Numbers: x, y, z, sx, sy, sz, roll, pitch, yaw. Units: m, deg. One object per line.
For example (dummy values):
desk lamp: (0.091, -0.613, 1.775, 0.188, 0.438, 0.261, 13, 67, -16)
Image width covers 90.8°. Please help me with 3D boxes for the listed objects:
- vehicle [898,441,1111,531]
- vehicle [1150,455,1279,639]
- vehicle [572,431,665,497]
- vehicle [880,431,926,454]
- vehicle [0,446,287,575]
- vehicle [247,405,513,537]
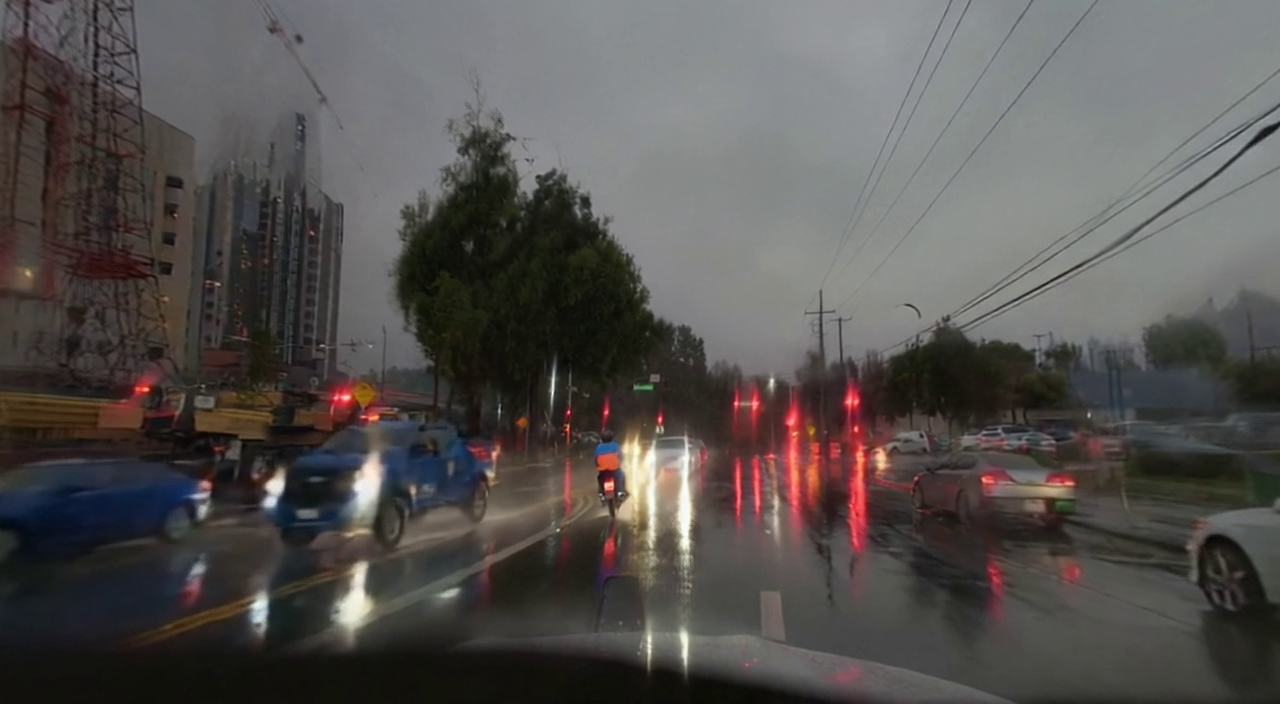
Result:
vehicle: (6.940, 2.552, 12.740, 1.973, 1.457, 4.522, -1, -8, 6)
vehicle: (5.942, 1.331, 4.043, 1.891, 1.442, 4.560, -2, -13, 6)
vehicle: (-0.458, 3.076, 17.755, 1.925, 1.602, 4.090, -1, -8, 8)
vehicle: (20.540, 7.120, 49.572, 1.918, 1.732, 4.650, -1, -8, 5)
vehicle: (-7.898, 2.163, 9.649, 1.932, 1.429, 4.766, -1, -8, 5)
vehicle: (-4.460, 2.197, 12.356, 2.222, 1.911, 5.988, -1, -8, 5)
